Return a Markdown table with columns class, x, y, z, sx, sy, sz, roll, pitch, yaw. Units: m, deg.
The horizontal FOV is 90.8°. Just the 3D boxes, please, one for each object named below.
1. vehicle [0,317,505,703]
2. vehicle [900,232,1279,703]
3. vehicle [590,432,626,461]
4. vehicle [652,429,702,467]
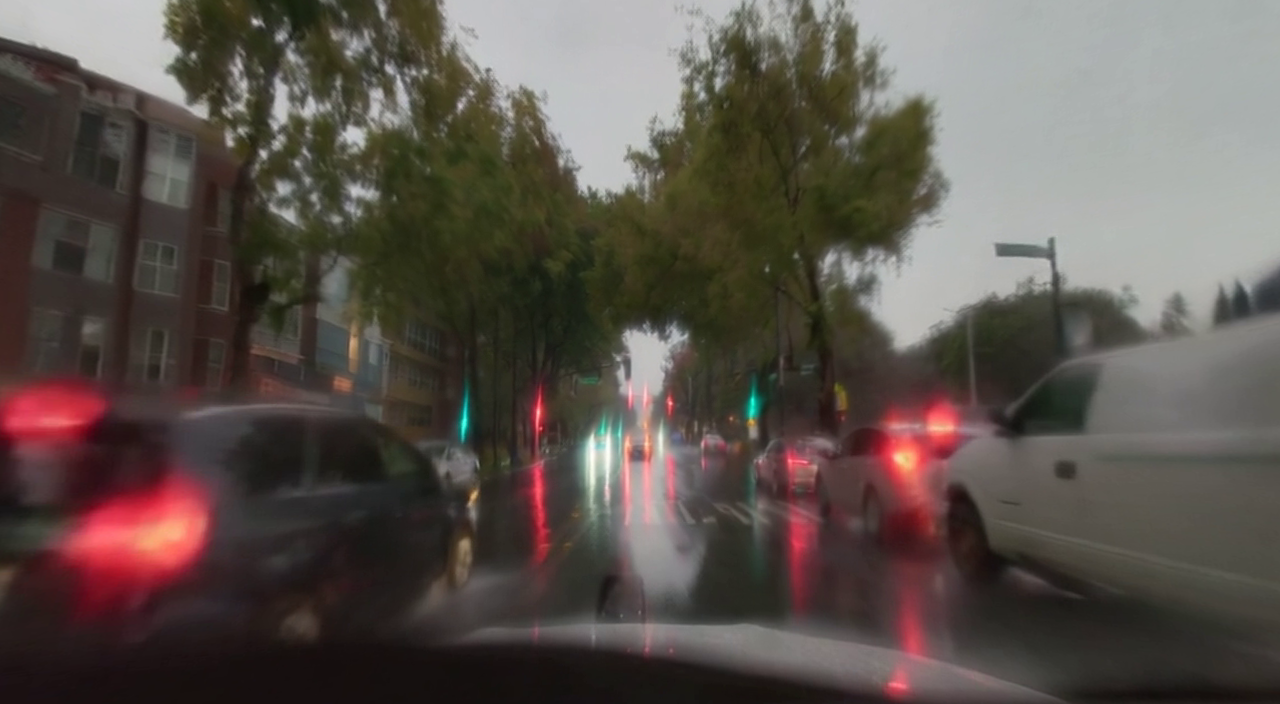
| class | x | y | z | sx | sy | sz | roll | pitch | yaw |
| --- | --- | --- | --- | --- | --- | --- | --- | --- | --- |
| vehicle | -2.818 | 1.184 | 4.615 | 2.333 | 1.832 | 5.200 | -1 | -8 | 2 |
| vehicle | 3.699 | 0.658 | 3.174 | 2.356 | 2.043 | 5.791 | -1 | -8 | 1 |
| vehicle | -1.988 | 5.941 | 39.793 | 1.979 | 1.723 | 3.849 | -1 | -8 | 1 |
| vehicle | 1.810 | 4.507 | 29.612 | 2.111 | 1.619 | 4.077 | -1 | -8 | 6 |
